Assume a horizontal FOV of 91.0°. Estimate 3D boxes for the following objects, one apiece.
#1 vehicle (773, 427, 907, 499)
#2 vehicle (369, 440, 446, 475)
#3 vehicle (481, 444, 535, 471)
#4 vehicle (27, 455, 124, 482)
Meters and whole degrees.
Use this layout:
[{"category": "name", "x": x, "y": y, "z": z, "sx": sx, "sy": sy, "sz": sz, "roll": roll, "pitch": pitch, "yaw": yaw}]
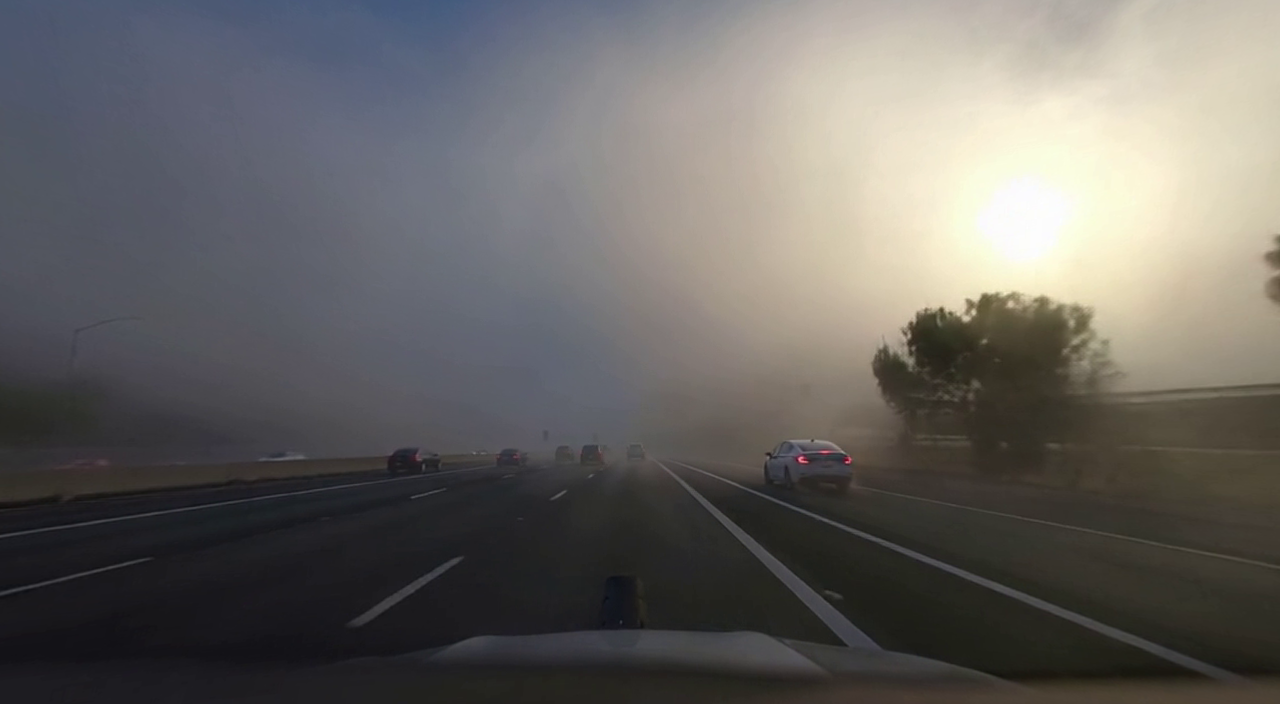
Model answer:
[{"category": "vehicle", "x": 5.636, "y": 3.212, "z": 18.608, "sx": 2.259, "sy": 1.816, "sz": 4.862, "roll": 0, "pitch": -9, "yaw": -1}, {"category": "vehicle", "x": -11.546, "y": 5.257, "z": 31.634, "sx": 2.107, "sy": 1.628, "sz": 4.446, "roll": 0, "pitch": -9, "yaw": 0}, {"category": "vehicle", "x": -7.550, "y": 6.085, "z": 36.553, "sx": 2.071, "sy": 1.486, "sz": 4.703, "roll": 0, "pitch": -9, "yaw": 0}, {"category": "vehicle", "x": -34.684, "y": 7.154, "z": 38.866, "sx": 1.882, "sy": 1.534, "sz": 4.367, "roll": 0, "pitch": -9, "yaw": -1}]
